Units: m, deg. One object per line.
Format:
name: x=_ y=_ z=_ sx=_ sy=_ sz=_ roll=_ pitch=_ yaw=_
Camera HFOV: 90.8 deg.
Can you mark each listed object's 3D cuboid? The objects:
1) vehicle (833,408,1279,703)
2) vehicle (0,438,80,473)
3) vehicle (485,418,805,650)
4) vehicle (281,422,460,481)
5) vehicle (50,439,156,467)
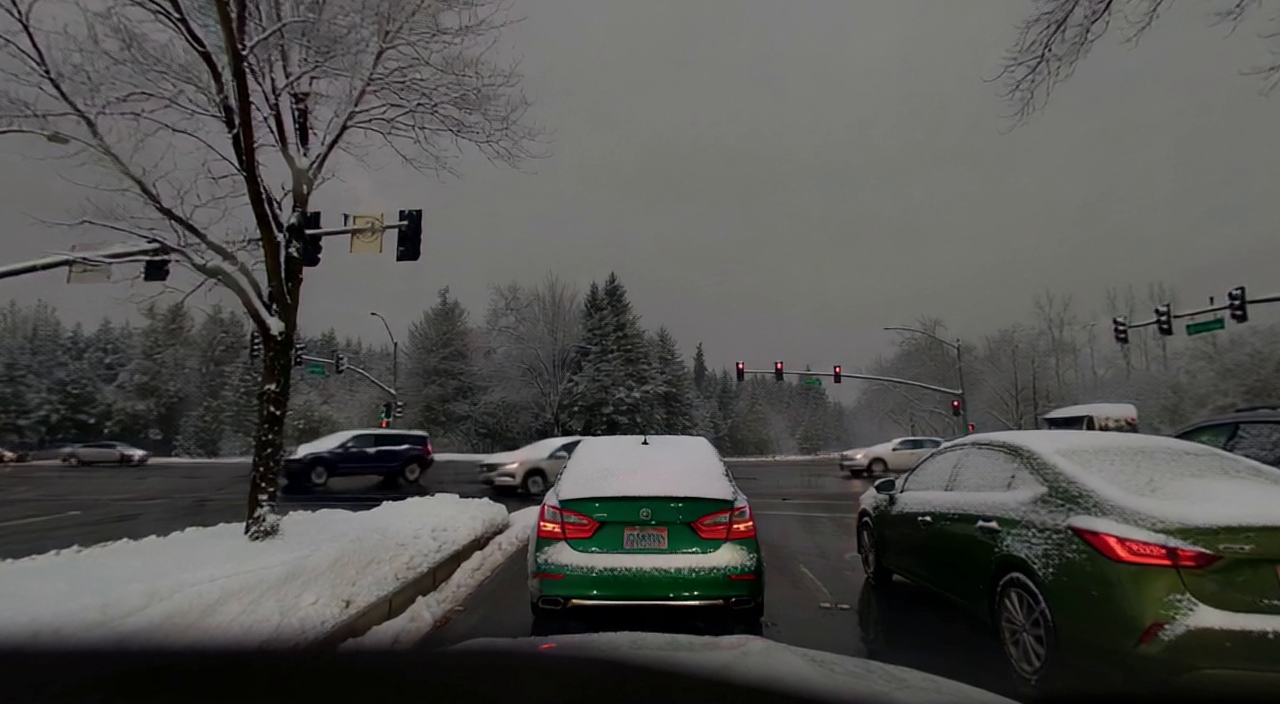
vehicle: x=3.093 y=1.303 z=4.855 sx=1.861 sy=1.479 sz=4.371 roll=0 pitch=-9 yaw=0
vehicle: x=-30.362 y=5.018 z=30.778 sx=4.517 sy=1.637 sz=1.935 roll=-1 pitch=-9 yaw=8
vehicle: x=0.025 y=1.473 z=6.162 sx=2.026 sy=1.458 sz=4.175 roll=0 pitch=-9 yaw=0
vehicle: x=-8.785 y=3.278 z=20.996 sx=1.998 sy=1.709 sz=4.984 roll=-8 pitch=-11 yaw=42
vehicle: x=-31.840 y=5.986 z=37.515 sx=4.754 sy=1.583 sz=1.954 roll=-1 pitch=-9 yaw=7
